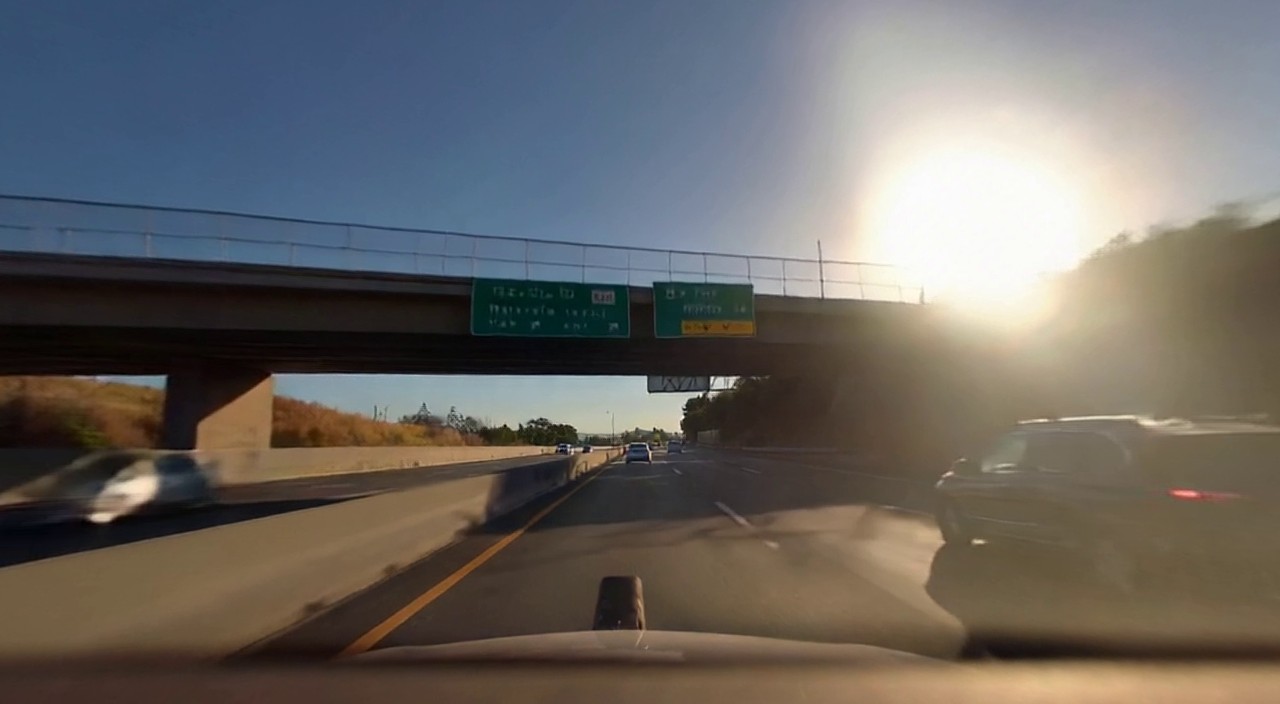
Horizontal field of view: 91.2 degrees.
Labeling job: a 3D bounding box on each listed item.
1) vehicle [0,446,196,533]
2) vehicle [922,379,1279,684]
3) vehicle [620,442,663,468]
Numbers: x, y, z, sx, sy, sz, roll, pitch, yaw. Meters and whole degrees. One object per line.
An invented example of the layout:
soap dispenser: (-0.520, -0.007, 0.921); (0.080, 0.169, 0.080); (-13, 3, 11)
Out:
vehicle: (-12.710, 3.002, 14.368); (1.992, 1.638, 4.416); (0, -8, -3)
vehicle: (4.249, 1.213, 5.314); (1.969, 1.595, 3.964); (-1, -8, 2)
vehicle: (0.150, 6.735, 41.307); (2.084, 1.594, 4.219); (-2, -8, 10)
